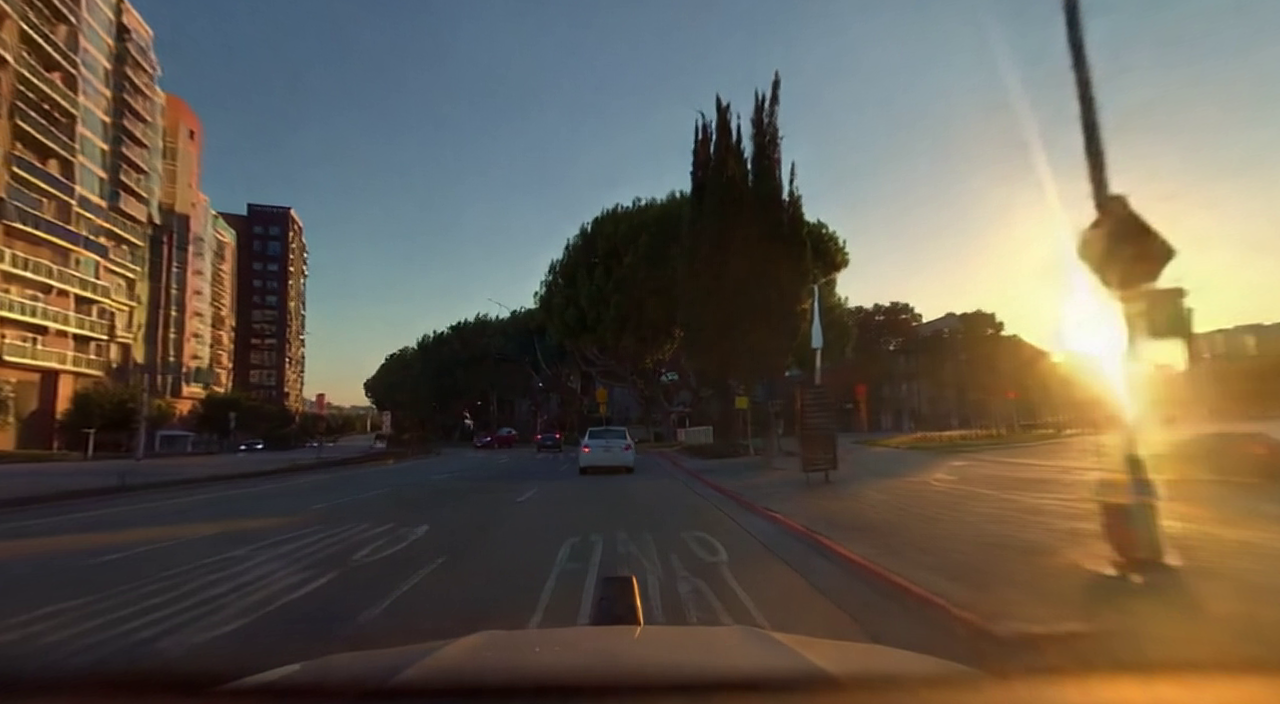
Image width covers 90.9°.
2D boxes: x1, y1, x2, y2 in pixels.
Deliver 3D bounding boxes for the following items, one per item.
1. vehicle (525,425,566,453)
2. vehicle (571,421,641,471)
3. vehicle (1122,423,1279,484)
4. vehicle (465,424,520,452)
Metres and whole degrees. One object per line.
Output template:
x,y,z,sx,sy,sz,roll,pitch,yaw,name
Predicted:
-5.241,4.890,35.335,2.023,1.485,3.721,1,-8,-5,vehicle
-1.118,3.286,22.152,2.231,1.572,4.227,0,-8,-1,vehicle
19.545,3.548,21.478,1.932,1.762,4.835,0,-13,-6,vehicle
-9.441,5.567,40.721,1.994,1.717,4.380,-1,-8,8,vehicle
